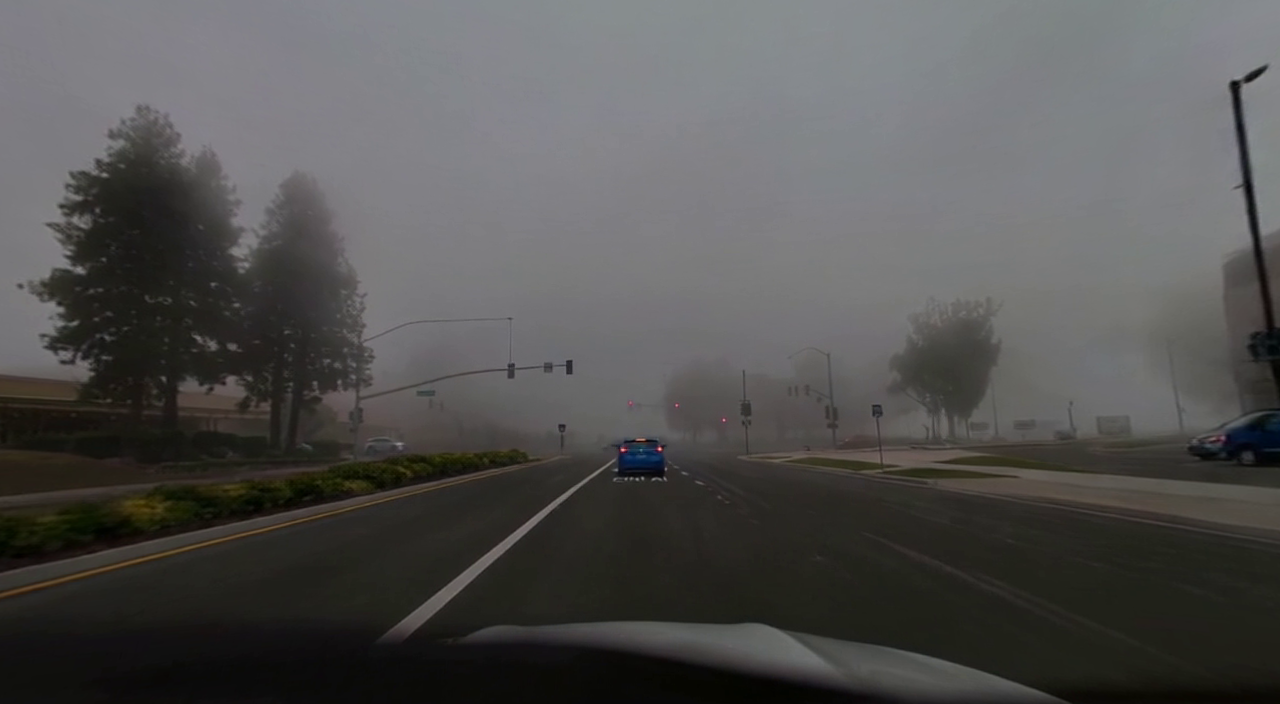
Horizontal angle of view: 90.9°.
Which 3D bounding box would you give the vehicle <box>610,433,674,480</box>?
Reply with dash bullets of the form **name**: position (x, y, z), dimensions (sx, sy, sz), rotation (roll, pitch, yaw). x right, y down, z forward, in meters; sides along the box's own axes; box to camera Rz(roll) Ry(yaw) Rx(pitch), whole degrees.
- **vehicle**: position (0.012, 3.686, 22.483), dimensions (2.028, 1.478, 4.545), rotation (0, -8, -1)
